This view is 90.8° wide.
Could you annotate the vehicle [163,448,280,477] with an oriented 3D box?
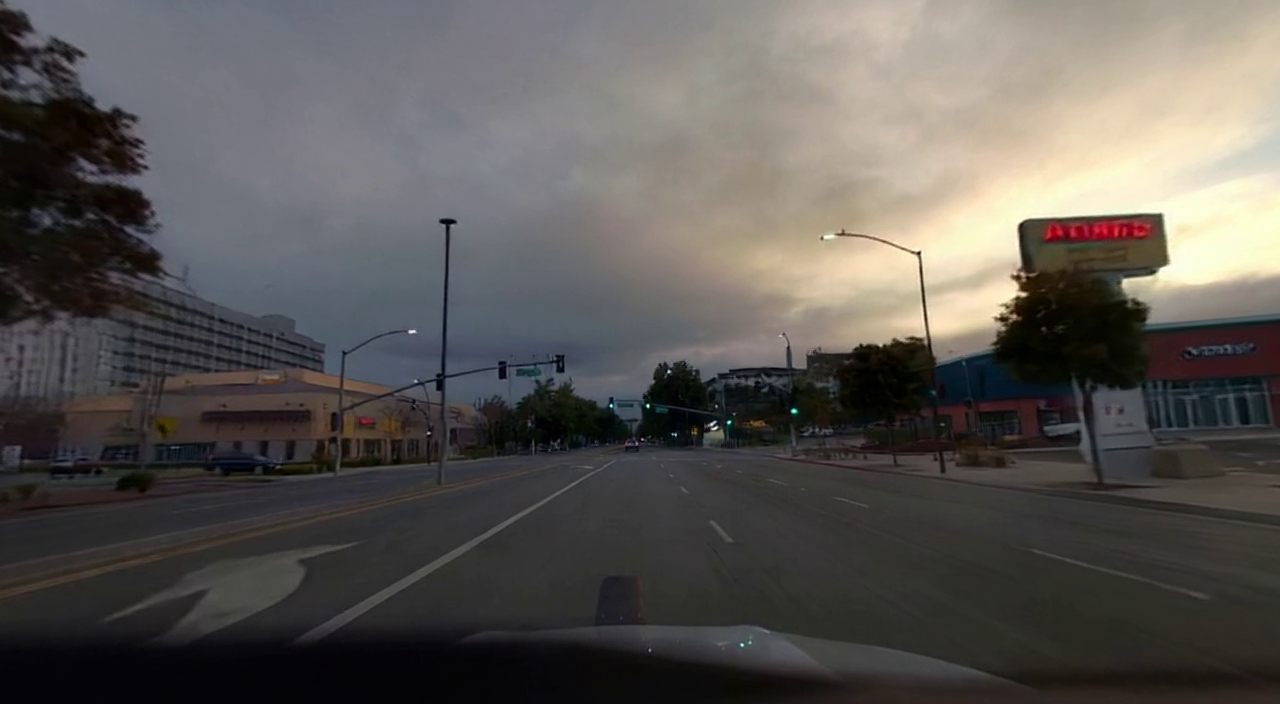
[{"bbox_3d":[-29.618,7.827,44.910,6.525,1.890,2.481,0,-9,-1],"label":"vehicle"}]
